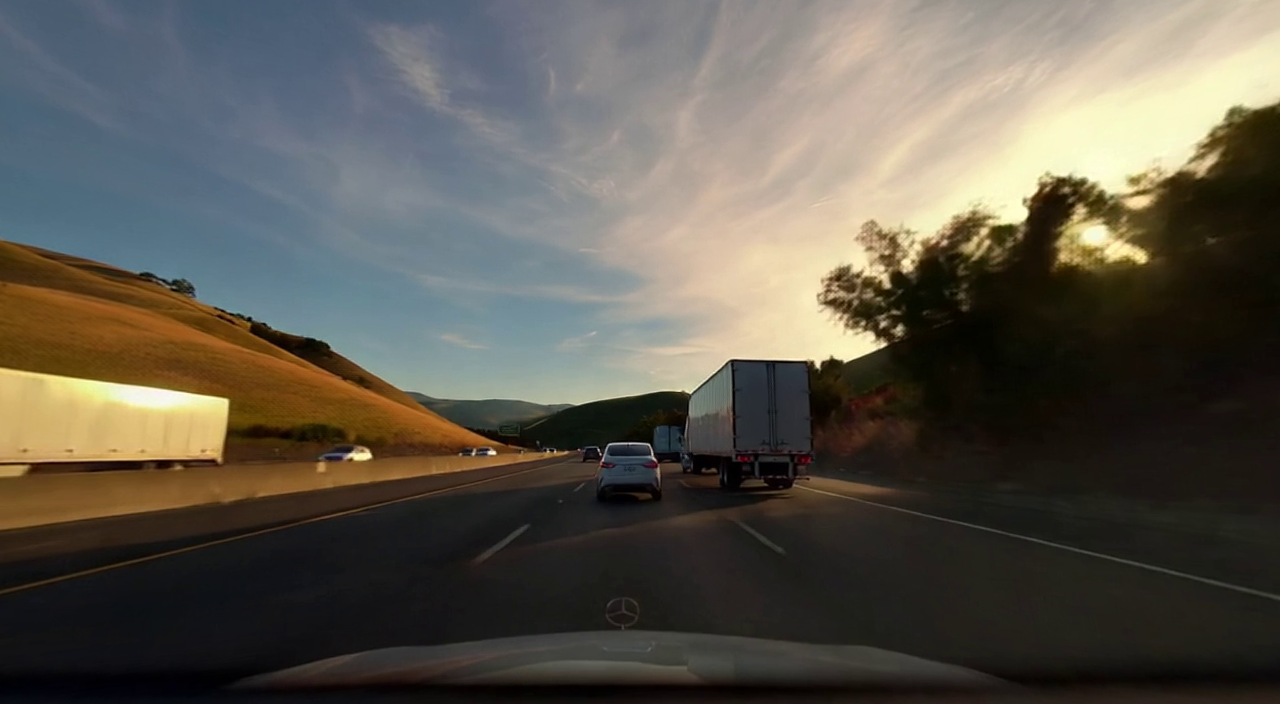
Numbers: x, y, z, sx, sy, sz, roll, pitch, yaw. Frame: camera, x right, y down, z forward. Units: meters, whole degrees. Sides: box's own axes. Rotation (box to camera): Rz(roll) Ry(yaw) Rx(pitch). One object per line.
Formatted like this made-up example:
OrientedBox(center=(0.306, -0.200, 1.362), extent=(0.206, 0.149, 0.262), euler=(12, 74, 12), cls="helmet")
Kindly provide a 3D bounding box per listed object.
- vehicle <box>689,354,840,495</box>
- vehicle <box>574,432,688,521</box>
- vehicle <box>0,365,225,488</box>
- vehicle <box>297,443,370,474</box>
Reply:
OrientedBox(center=(4.076, 3.133, 25.017), extent=(2.812, 4.024, 14.098), euler=(0, -9, -1), cls="vehicle")
OrientedBox(center=(-0.196, 2.622, 13.740), extent=(2.109, 1.639, 3.768), euler=(0, -9, -1), cls="vehicle")
OrientedBox(center=(-19.632, 2.901, 23.316), extent=(2.842, 3.712, 8.403), euler=(0, -9, 0), cls="vehicle")
OrientedBox(center=(-15.895, 5.560, 32.955), extent=(1.834, 1.485, 3.962), euler=(0, -9, -1), cls="vehicle")
